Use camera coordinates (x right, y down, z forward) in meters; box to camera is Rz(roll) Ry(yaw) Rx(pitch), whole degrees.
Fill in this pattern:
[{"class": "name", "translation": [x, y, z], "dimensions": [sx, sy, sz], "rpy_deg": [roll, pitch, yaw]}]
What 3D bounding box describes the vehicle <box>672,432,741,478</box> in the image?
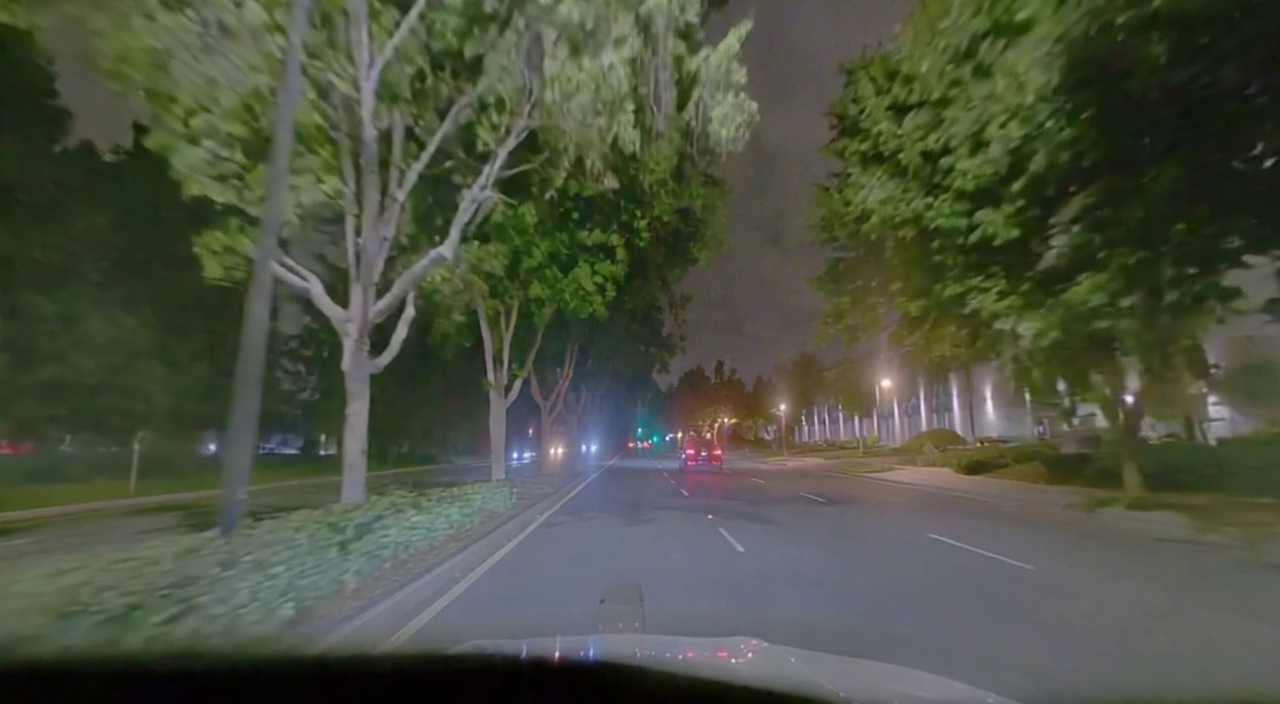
[{"class": "vehicle", "translation": [2.657, 4.298, 26.543], "dimensions": [2.240, 1.740, 4.605], "rpy_deg": [0, -8, -2]}]
